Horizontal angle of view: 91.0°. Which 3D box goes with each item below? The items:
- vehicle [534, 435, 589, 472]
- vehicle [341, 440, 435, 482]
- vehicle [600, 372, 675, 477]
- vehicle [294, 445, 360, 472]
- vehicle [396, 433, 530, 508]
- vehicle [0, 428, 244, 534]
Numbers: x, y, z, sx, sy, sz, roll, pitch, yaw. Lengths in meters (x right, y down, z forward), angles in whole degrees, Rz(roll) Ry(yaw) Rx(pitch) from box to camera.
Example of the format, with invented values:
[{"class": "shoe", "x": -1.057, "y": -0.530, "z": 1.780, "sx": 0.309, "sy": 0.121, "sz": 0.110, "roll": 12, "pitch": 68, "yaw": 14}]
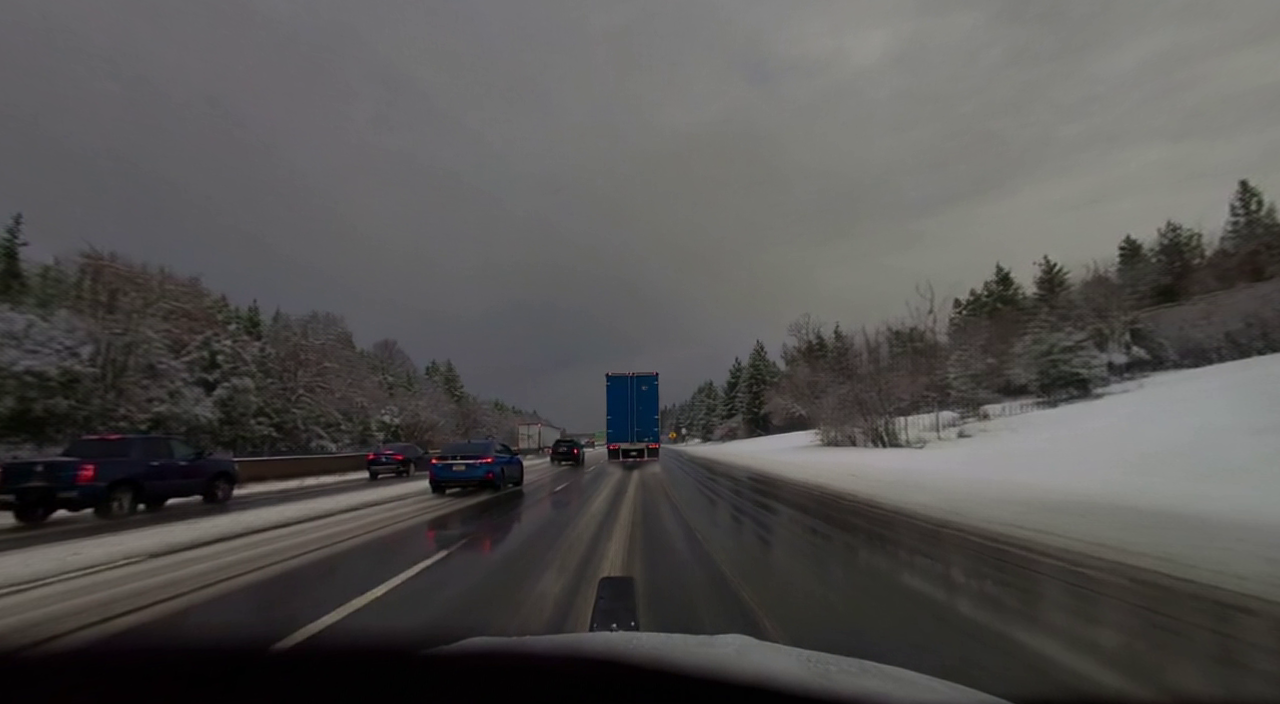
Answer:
[{"class": "vehicle", "x": -3.839, "y": 5.038, "z": 31.377, "sx": 2.158, "sy": 1.680, "sz": 4.087, "roll": 0, "pitch": -8, "yaw": 1}, {"class": "vehicle", "x": -9.678, "y": 4.200, "z": 24.566, "sx": 1.863, "sy": 1.474, "sz": 4.278, "roll": 0, "pitch": -8, "yaw": 0}, {"class": "vehicle", "x": -0.299, "y": 3.614, "z": 30.181, "sx": 2.913, "sy": 4.113, "sz": 10.724, "roll": 0, "pitch": -8, "yaw": -2}, {"class": "vehicle", "x": -18.026, "y": 6.115, "z": 36.471, "sx": 1.726, "sy": 1.443, "sz": 4.296, "roll": 0, "pitch": -8, "yaw": -1}, {"class": "vehicle", "x": -4.185, "y": 2.854, "z": 15.650, "sx": 2.164, "sy": 1.582, "sz": 3.979, "roll": 0, "pitch": -8, "yaw": 0}, {"class": "vehicle", "x": -9.640, "y": 2.252, "z": 11.611, "sx": 1.952, "sy": 1.590, "sz": 4.090, "roll": 0, "pitch": -8, "yaw": 0}]
